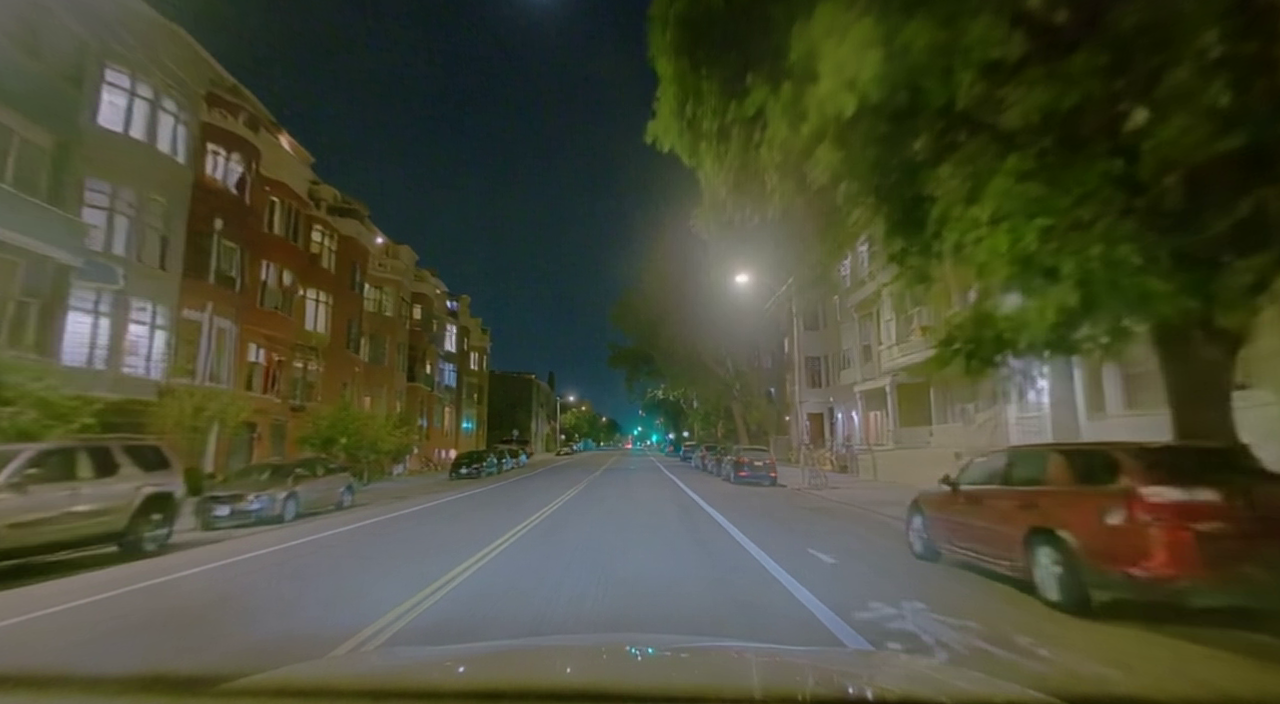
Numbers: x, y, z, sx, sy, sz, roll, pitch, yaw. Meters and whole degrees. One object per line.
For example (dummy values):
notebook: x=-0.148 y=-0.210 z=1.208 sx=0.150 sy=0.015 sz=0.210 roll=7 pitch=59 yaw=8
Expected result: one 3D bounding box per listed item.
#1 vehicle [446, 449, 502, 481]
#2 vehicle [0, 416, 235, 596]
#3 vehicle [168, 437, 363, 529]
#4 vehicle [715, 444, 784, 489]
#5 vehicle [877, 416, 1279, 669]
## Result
vehicle: x=-8.252 y=5.650 z=31.789 sx=1.852 sy=1.482 sz=3.916 roll=-1 pitch=-9 yaw=-1
vehicle: x=-7.844 y=1.847 z=7.963 sx=2.283 sy=1.853 sz=4.903 roll=-1 pitch=-9 yaw=-1
vehicle: x=-8.144 y=2.904 z=14.359 sx=1.932 sy=1.708 sz=4.460 roll=0 pitch=-10 yaw=-4
vehicle: x=4.070 y=4.314 z=24.100 sx=1.845 sy=1.556 sz=3.929 roll=0 pitch=-9 yaw=-1
vehicle: x=4.376 y=1.607 z=6.475 sx=2.034 sy=1.674 sz=4.271 roll=1 pitch=-9 yaw=-3
